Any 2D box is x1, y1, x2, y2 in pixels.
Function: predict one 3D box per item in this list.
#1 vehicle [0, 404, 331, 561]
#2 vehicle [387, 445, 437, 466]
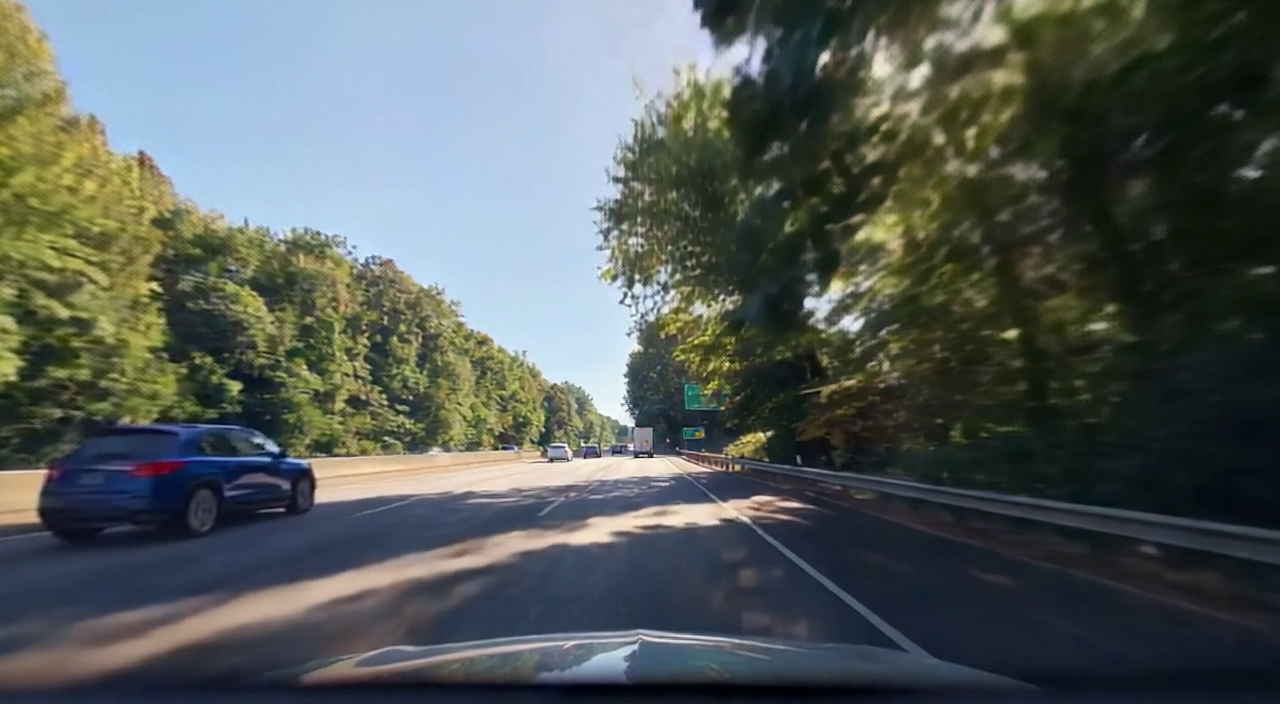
[{"bbox_3d":[-7.119,1.860,9.720,2.253,1.815,4.618,0,-8,1],"label":"vehicle"},{"bbox_3d":[-17.515,7.995,48.660,2.002,1.515,4.650,0,-8,1],"label":"vehicle"}]
